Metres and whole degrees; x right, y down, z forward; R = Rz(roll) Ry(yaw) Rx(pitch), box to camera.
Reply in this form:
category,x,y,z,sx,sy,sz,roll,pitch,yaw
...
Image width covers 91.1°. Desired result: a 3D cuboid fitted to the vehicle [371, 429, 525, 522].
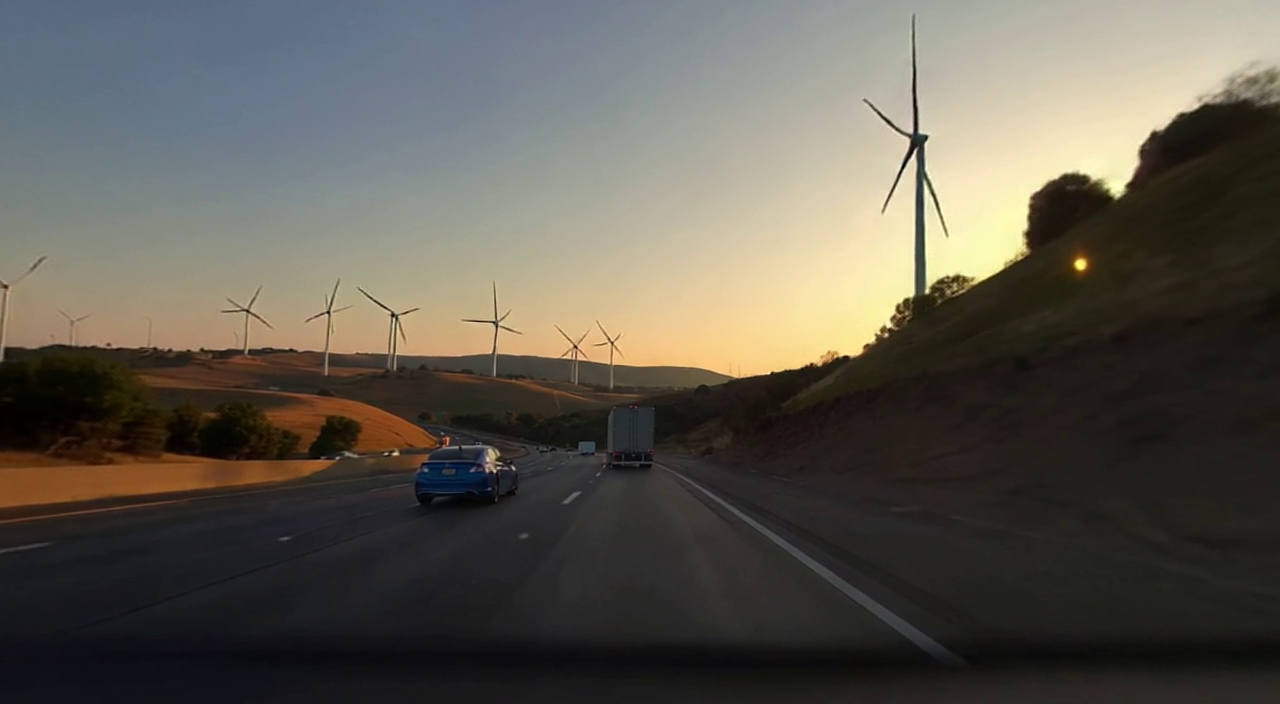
category,x,y,z,sx,sy,sz,roll,pitch,yaw
vehicle,-3.875,2.537,13.446,2.109,1.684,3.783,0,-8,0
